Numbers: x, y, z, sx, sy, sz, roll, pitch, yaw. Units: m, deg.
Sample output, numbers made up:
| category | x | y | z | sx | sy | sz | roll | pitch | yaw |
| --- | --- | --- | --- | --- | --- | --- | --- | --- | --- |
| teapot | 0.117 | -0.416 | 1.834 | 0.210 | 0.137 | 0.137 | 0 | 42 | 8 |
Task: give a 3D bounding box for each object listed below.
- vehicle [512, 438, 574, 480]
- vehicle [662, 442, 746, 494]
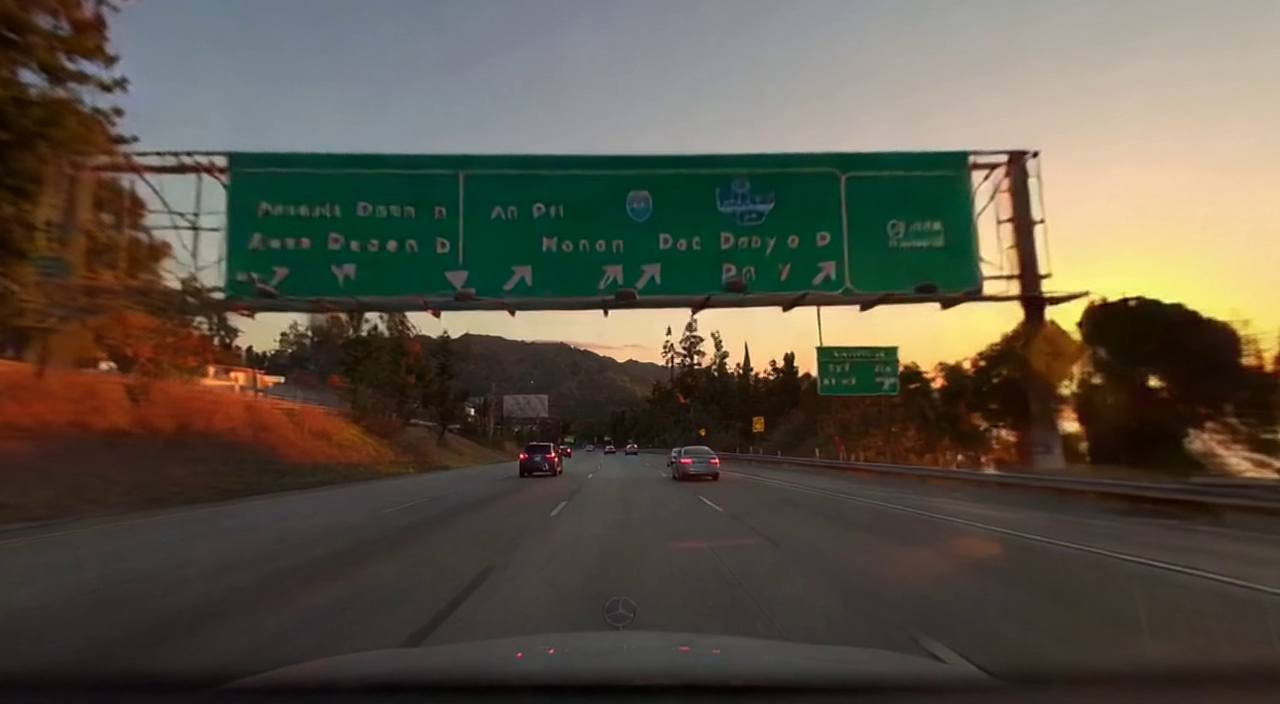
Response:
| category | x | y | z | sx | sy | sz | roll | pitch | yaw |
| --- | --- | --- | --- | --- | --- | --- | --- | --- | --- |
| vehicle | -4.315 | 4.854 | 28.958 | 2.244 | 1.755 | 4.417 | 0 | -9 | -1 |
| vehicle | 1.897 | 3.638 | 20.163 | 1.947 | 1.437 | 4.345 | 0 | -9 | -4 |
